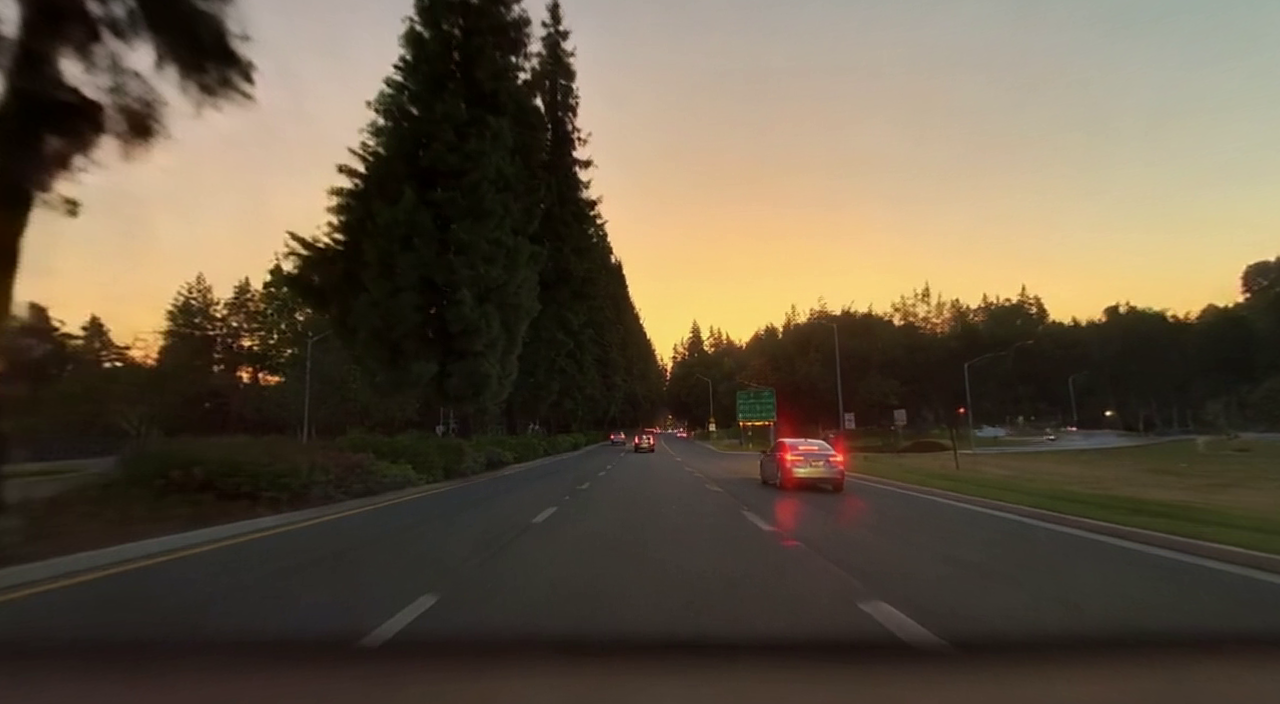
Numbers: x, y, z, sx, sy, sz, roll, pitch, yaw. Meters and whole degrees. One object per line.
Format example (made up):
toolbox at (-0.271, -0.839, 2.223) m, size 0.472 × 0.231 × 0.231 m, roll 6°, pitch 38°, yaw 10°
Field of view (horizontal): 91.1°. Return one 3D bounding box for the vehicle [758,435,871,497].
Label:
vehicle at (4.746, 3.151, 17.796) m, size 1.913 × 1.516 × 4.322 m, roll 0°, pitch -9°, yaw -1°
